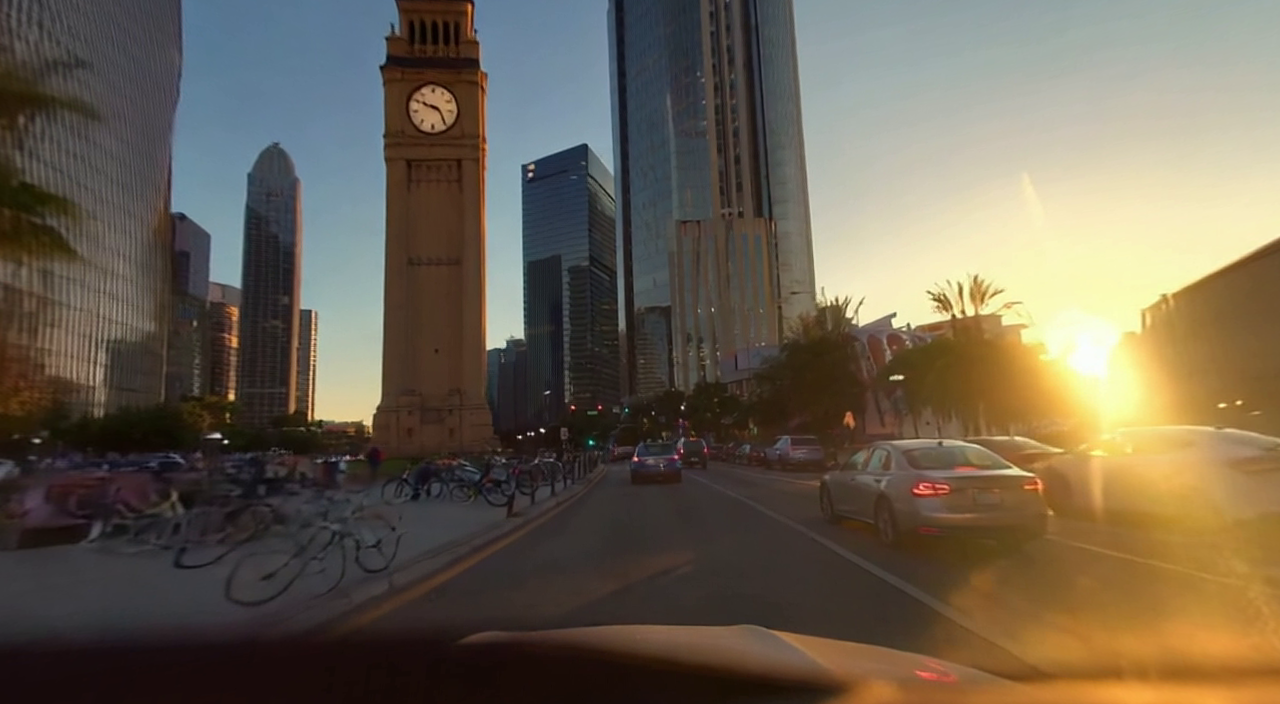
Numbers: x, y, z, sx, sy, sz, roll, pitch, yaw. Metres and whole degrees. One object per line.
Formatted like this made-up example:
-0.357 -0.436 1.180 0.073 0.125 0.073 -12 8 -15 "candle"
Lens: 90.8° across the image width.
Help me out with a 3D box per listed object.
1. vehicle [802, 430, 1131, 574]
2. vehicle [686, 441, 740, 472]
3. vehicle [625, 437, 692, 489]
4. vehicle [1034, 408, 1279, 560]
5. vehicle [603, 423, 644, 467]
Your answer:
4.094 1.957 9.126 2.116 1.500 4.702 0 -9 -2 "vehicle"
3.854 5.634 34.250 1.981 1.572 4.718 1 -9 -5 "vehicle"
0.560 3.805 21.917 2.111 1.605 3.832 0 -9 -1 "vehicle"
9.139 1.993 10.102 2.225 1.887 5.177 0 -9 -1 "vehicle"
-1.245 6.582 44.808 2.400 2.872 6.053 1 -9 -6 "vehicle"
